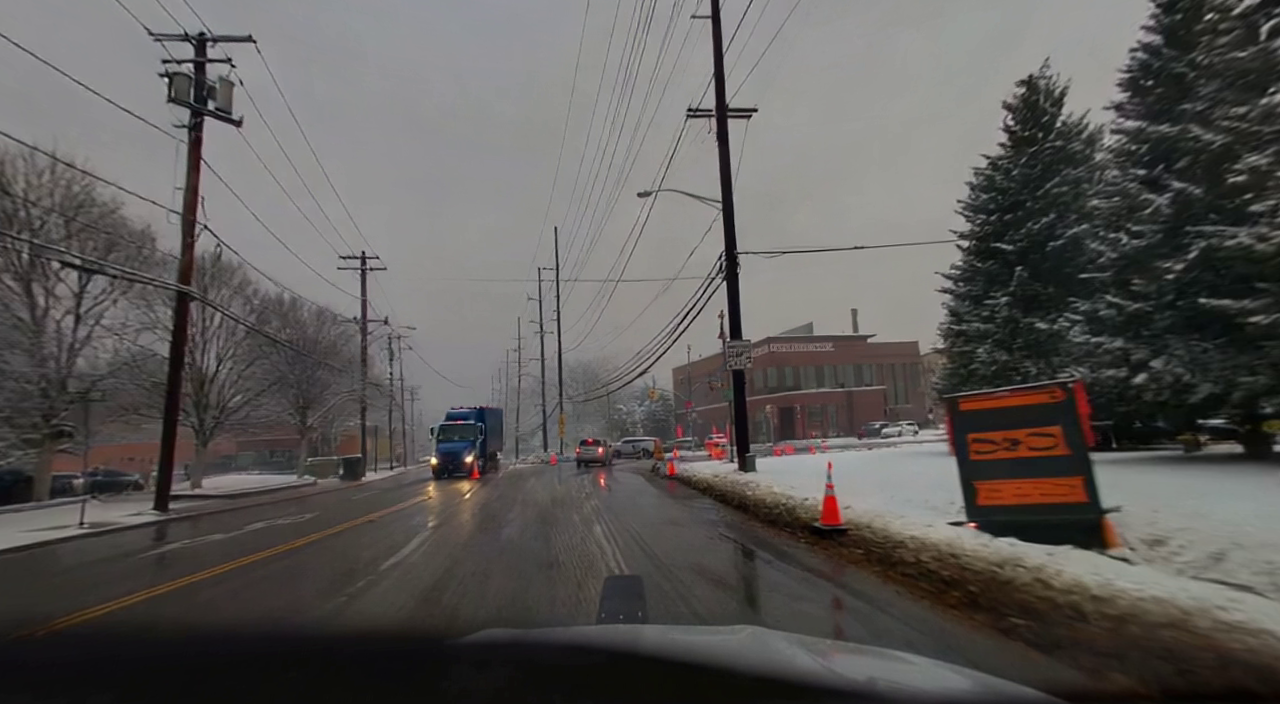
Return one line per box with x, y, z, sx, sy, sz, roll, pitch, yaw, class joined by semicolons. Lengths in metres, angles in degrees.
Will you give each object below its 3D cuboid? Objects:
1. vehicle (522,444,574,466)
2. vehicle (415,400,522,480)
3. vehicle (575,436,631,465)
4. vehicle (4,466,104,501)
-6.986;7.862;48.430;2.103;1.526;4.743;-3;-8;17;vehicle
-9.323;5.032;36.096;3.007;3.800;11.011;0;-8;0;vehicle
-2.413;6.694;43.111;2.256;1.859;5.118;-3;-8;15;vehicle
-35.643;7.993;38.518;4.158;1.736;1.971;-3;-7;0;vehicle
